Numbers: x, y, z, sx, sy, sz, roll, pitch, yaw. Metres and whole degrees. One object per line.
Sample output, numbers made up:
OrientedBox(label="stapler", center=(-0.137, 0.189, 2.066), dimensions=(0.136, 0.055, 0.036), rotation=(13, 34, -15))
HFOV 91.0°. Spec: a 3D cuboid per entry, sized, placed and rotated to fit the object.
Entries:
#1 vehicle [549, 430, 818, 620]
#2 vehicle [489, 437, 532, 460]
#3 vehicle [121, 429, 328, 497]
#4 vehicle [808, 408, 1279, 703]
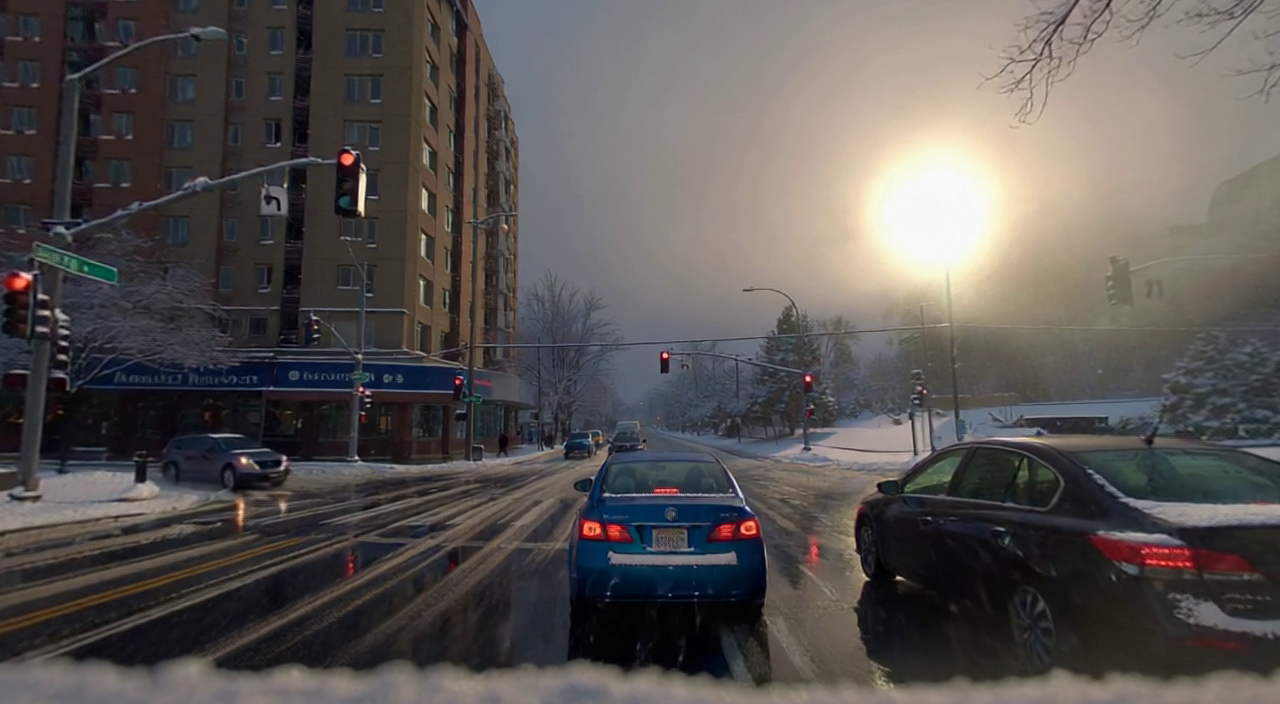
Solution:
OrientedBox(label="vehicle", center=(0.232, 1.664, 7.076), dimensions=(2.132, 1.464, 4.089), rotation=(0, -8, -3))
OrientedBox(label="vehicle", center=(-9.235, 6.915, 45.243), dimensions=(2.030, 1.596, 3.912), rotation=(-1, -8, 3))
OrientedBox(label="vehicle", center=(-13.123, 3.443, 19.889), dimensions=(5.998, 1.889, 2.338), rotation=(-3, -9, 22))
OrientedBox(label="vehicle", center=(2.803, 1.281, 4.559), dimensions=(1.961, 1.498, 4.356), rotation=(0, -8, 0))
